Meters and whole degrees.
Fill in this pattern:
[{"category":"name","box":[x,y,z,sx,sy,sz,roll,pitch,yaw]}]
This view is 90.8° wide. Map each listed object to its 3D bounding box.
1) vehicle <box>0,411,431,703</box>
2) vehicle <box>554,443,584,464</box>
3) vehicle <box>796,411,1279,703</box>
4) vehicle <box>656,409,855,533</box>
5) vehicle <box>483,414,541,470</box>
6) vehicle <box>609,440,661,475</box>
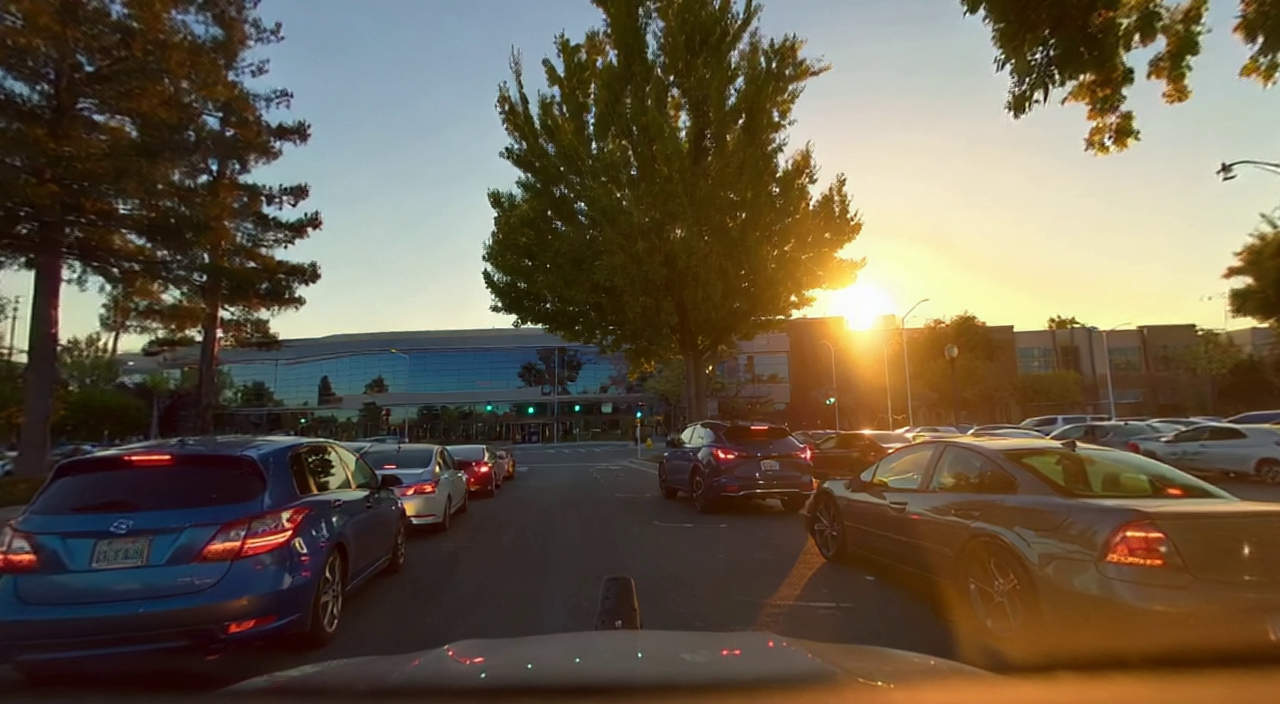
[{"category":"vehicle","box":[-2.881,1.342,5.063,1.968,1.497,4.286,2,-9,-15]},{"category":"vehicle","box":[-5.264,7.410,46.409,2.095,1.473,4.301,1,-8,-7]},{"category":"vehicle","box":[3.161,1.396,5.494,1.904,1.494,4.864,1,-8,-6]},{"category":"vehicle","box":[1.907,2.285,12.822,2.324,1.907,5.634,1,-8,-7]},{"category":"vehicle","box":[-8.230,5.929,41.563,2.820,3.263,7.986,1,-8,-5]},{"category":"vehicle","box":[-0.308,4.828,29.184,1.910,1.493,4.490,1,-8,-7]}]
